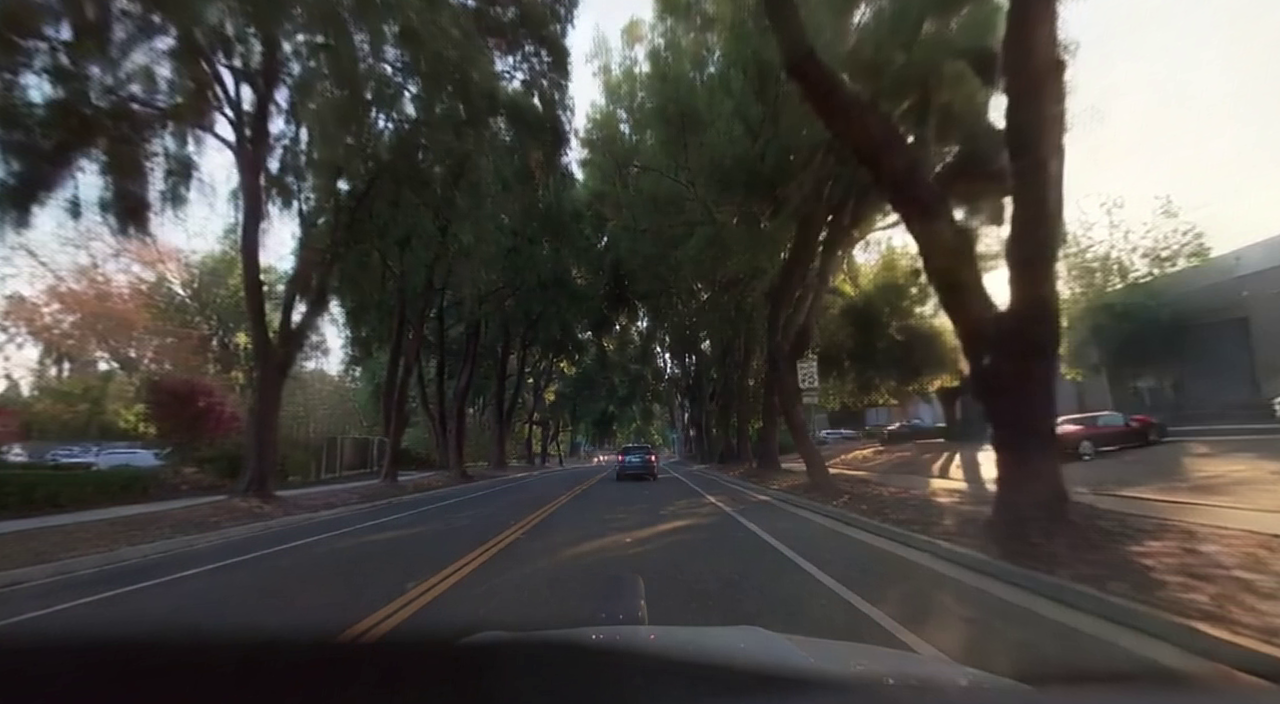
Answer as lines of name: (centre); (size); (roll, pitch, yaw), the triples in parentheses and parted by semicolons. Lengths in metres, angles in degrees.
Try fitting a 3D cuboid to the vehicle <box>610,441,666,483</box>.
vehicle: (-0.053, 4.551, 26.546); (2.152, 1.574, 4.223); (-1, -8, 1)
